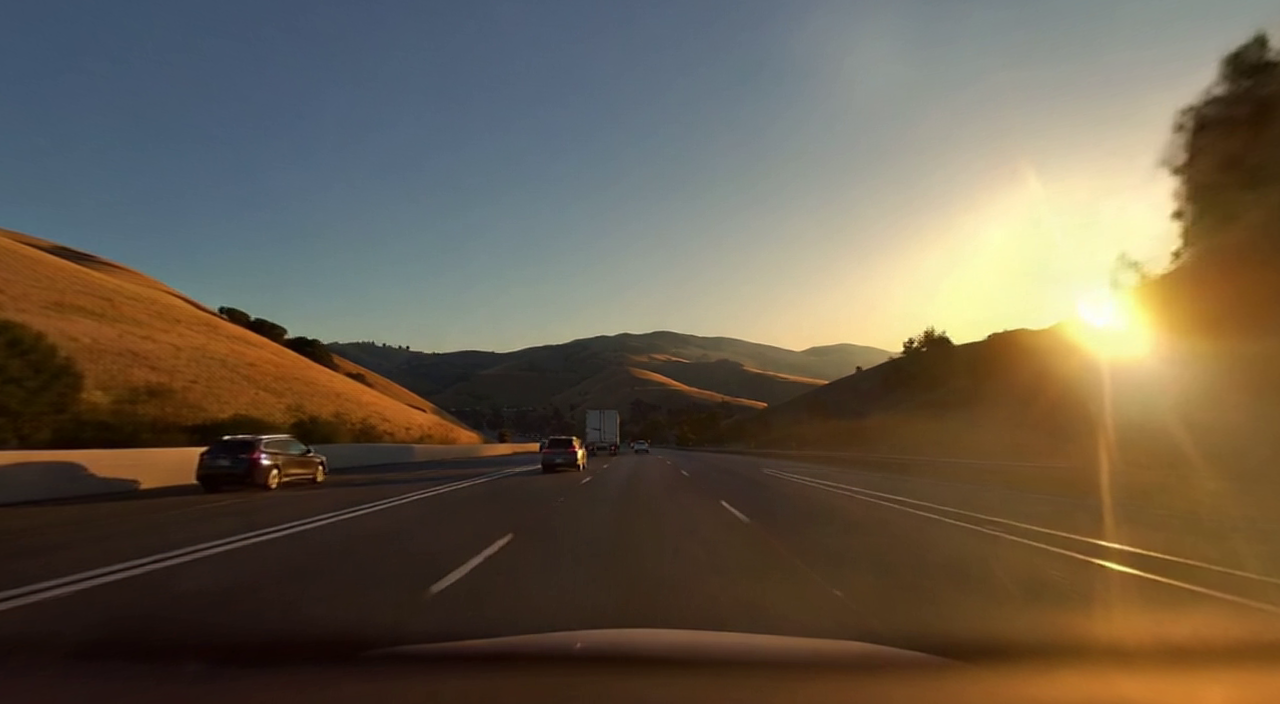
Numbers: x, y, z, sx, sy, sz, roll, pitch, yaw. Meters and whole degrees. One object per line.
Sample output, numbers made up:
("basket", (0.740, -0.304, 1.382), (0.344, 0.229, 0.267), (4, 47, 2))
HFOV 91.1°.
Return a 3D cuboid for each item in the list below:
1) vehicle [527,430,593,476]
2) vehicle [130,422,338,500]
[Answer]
("vehicle", (-3.218, 4.142, 26.056), (2.099, 1.734, 4.413), (0, -8, 1))
("vehicle", (-10.963, 2.976, 17.676), (2.130, 1.828, 5.523), (0, -8, 0))
